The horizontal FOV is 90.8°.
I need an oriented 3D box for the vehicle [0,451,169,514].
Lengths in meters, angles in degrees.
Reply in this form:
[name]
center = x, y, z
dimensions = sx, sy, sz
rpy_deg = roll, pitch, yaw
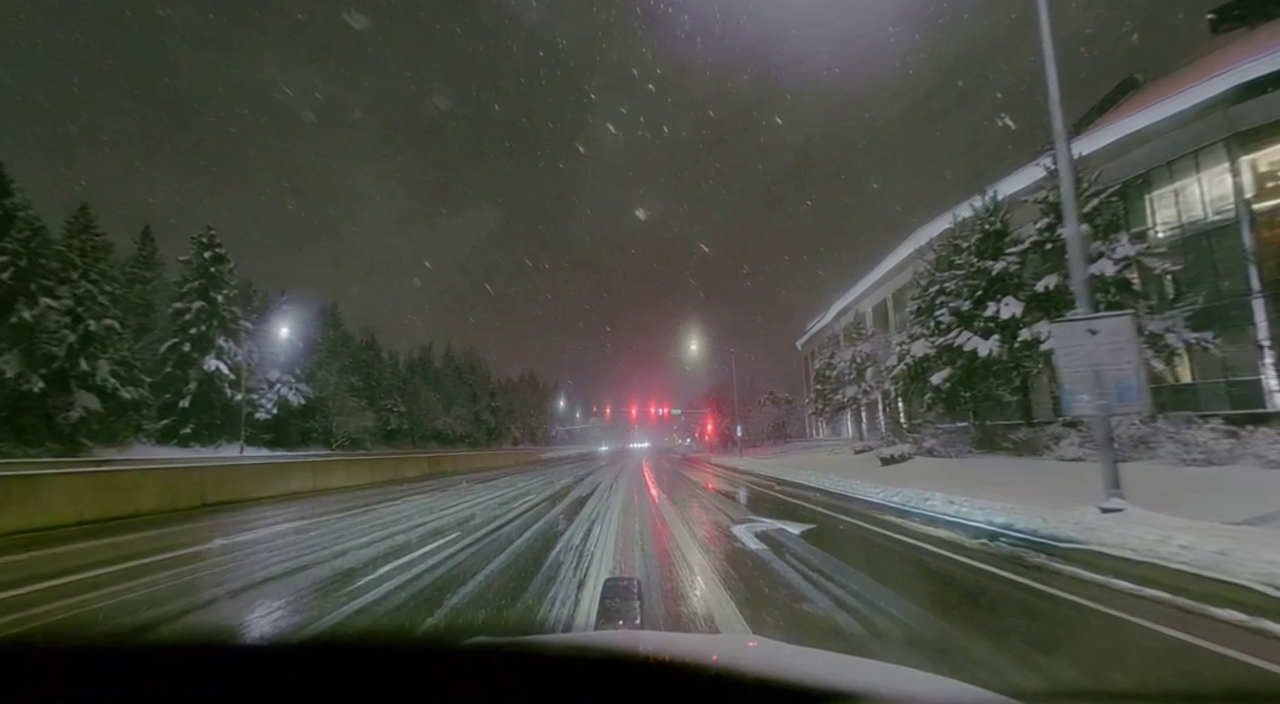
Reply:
[vehicle]
center = -15.907, 3.545, 17.670
dimensions = 2.072, 1.479, 4.357
rpy_deg = 0, -9, 0
